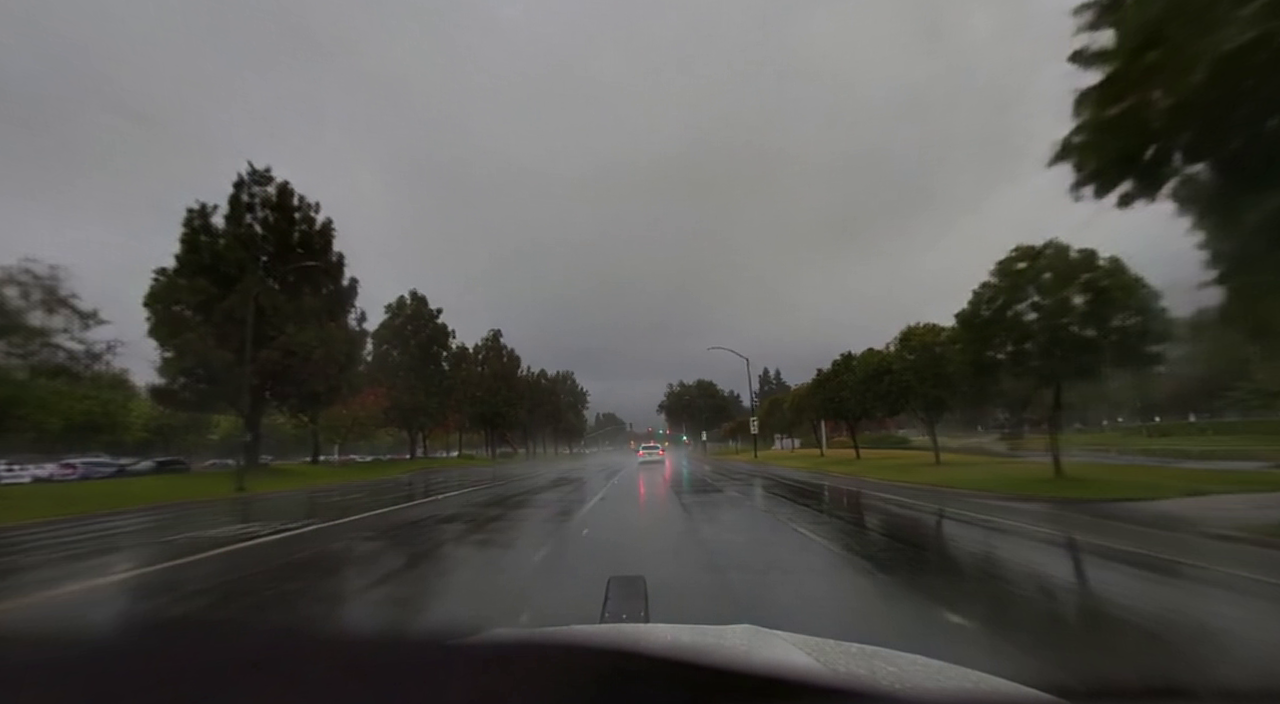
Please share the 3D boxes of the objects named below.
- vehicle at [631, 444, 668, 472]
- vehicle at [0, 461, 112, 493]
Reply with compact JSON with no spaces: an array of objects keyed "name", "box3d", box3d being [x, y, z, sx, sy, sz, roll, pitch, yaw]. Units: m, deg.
[{"name":"vehicle","box3d":[0.509,6.087,36.570,1.978,1.499,3.915,-1,-8,0]},{"name":"vehicle","box3d":[-30.117,6.337,32.146,4.617,1.450,1.968,-1,-8,1]}]
